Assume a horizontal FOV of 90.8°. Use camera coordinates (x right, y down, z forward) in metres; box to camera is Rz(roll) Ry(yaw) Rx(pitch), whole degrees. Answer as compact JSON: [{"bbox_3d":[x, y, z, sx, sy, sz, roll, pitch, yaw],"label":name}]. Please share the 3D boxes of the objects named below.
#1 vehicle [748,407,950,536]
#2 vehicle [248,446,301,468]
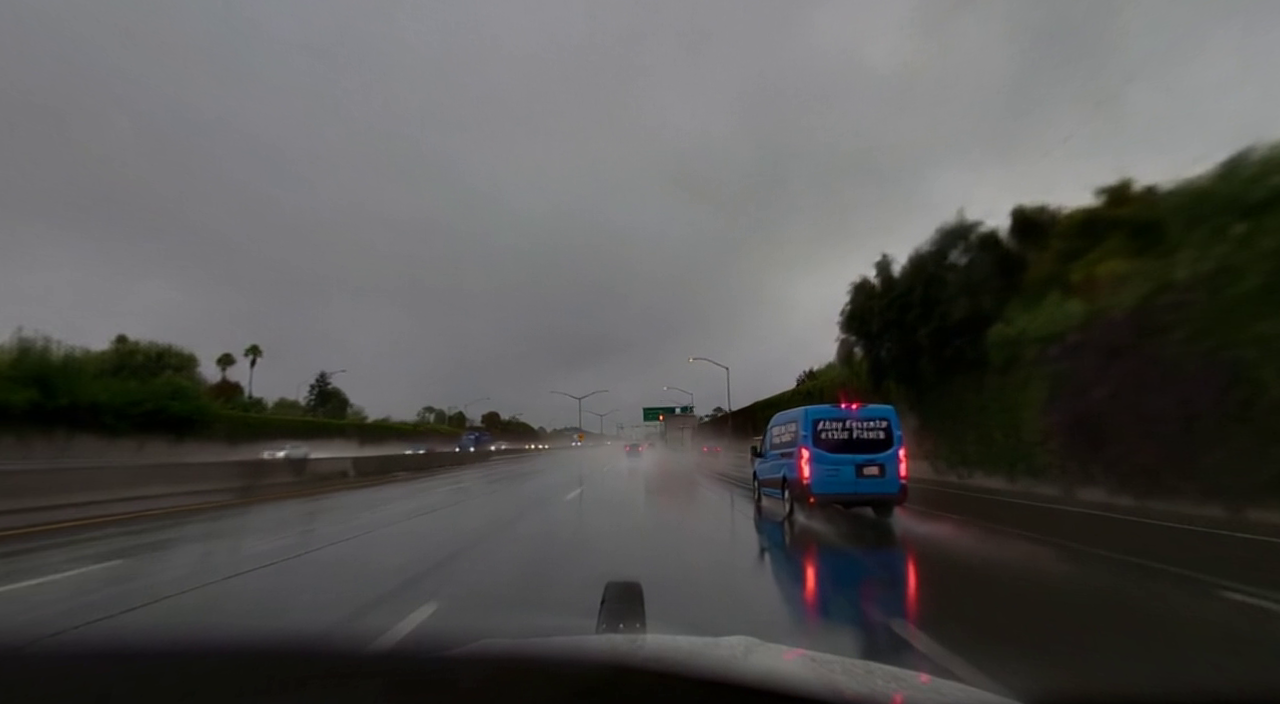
[{"bbox_3d":[3.582,2.163,12.015,2.035,1.931,4.841,0,-9,-2],"label":"vehicle"},{"bbox_3d":[-25.368,7.289,43.973,1.576,1.408,3.540,0,-9,0],"label":"vehicle"}]
